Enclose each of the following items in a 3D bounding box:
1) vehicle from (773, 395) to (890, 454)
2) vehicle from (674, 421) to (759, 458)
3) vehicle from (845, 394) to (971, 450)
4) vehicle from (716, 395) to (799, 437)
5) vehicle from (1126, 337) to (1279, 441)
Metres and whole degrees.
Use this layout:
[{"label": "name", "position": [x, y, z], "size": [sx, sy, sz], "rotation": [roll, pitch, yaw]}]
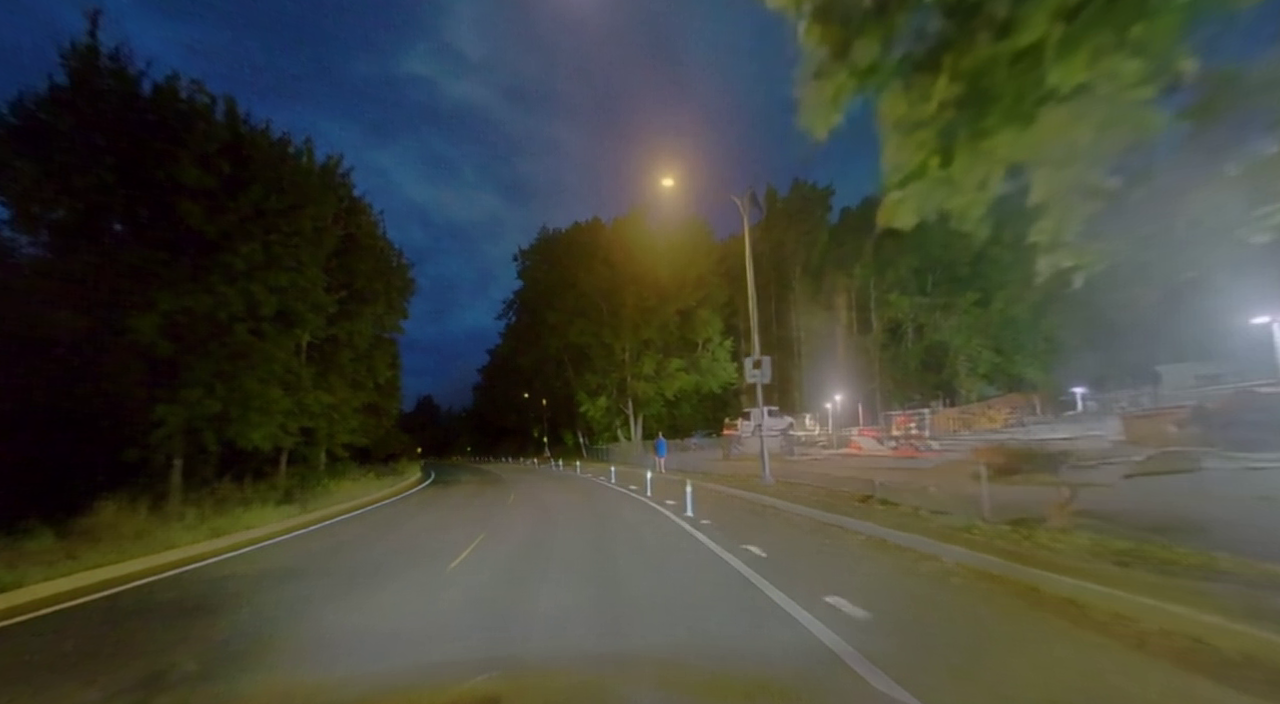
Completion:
[{"label": "vehicle", "position": [7.107, 2.759, 23.589], "size": [3.674, 1.559, 1.775], "rotation": [10, -12, -10]}, {"label": "vehicle", "position": [4.970, 5.680, 41.013], "size": [5.021, 1.930, 2.119], "rotation": [-1, -8, -30]}, {"label": "vehicle", "position": [8.774, 2.346, 20.866], "size": [3.451, 1.504, 1.652], "rotation": [5, -11, -6]}, {"label": "vehicle", "position": [6.678, 3.658, 35.904], "size": [4.180, 1.880, 2.028], "rotation": [9, -9, -26]}, {"label": "vehicle", "position": [9.825, 0.607, 9.673], "size": [1.635, 1.445, 3.563], "rotation": [0, -8, -6]}]
